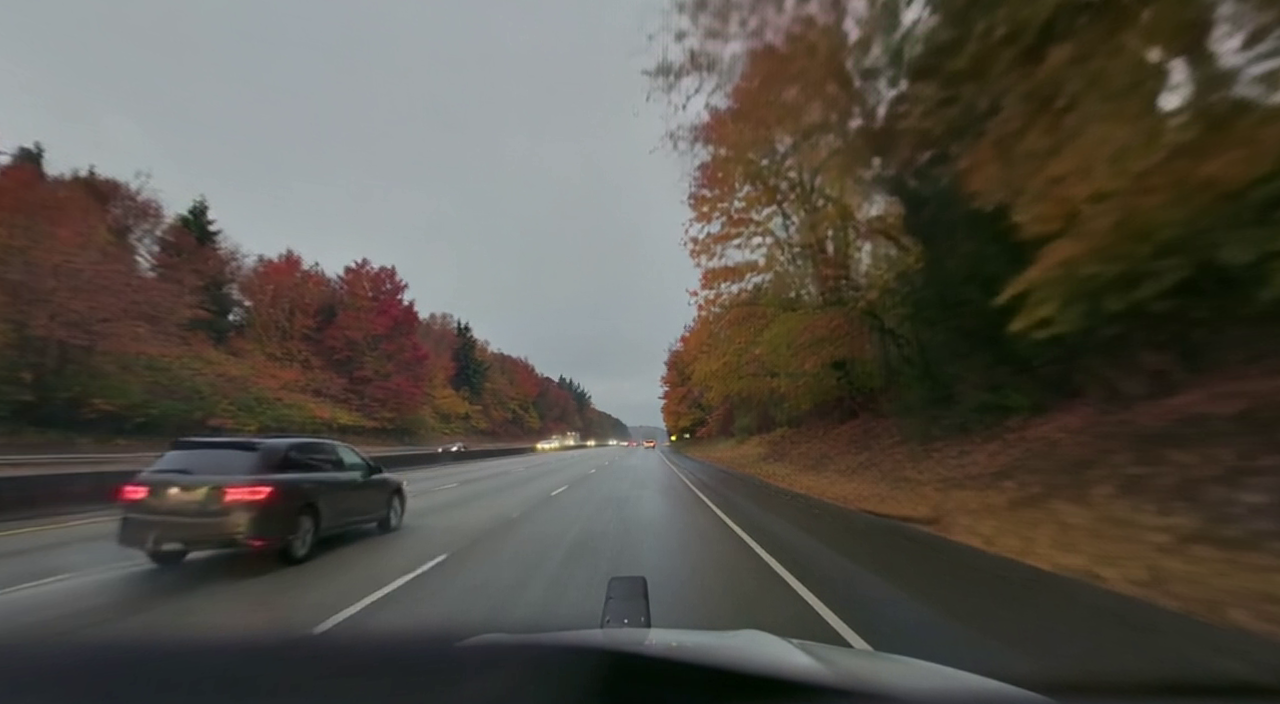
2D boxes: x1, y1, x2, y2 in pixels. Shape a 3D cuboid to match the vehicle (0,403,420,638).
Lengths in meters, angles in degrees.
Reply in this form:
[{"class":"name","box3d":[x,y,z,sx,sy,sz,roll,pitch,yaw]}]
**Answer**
[{"class":"vehicle","box3d":[-4.281,1.513,6.755,2.123,1.643,4.479,0,-8,1]}]
